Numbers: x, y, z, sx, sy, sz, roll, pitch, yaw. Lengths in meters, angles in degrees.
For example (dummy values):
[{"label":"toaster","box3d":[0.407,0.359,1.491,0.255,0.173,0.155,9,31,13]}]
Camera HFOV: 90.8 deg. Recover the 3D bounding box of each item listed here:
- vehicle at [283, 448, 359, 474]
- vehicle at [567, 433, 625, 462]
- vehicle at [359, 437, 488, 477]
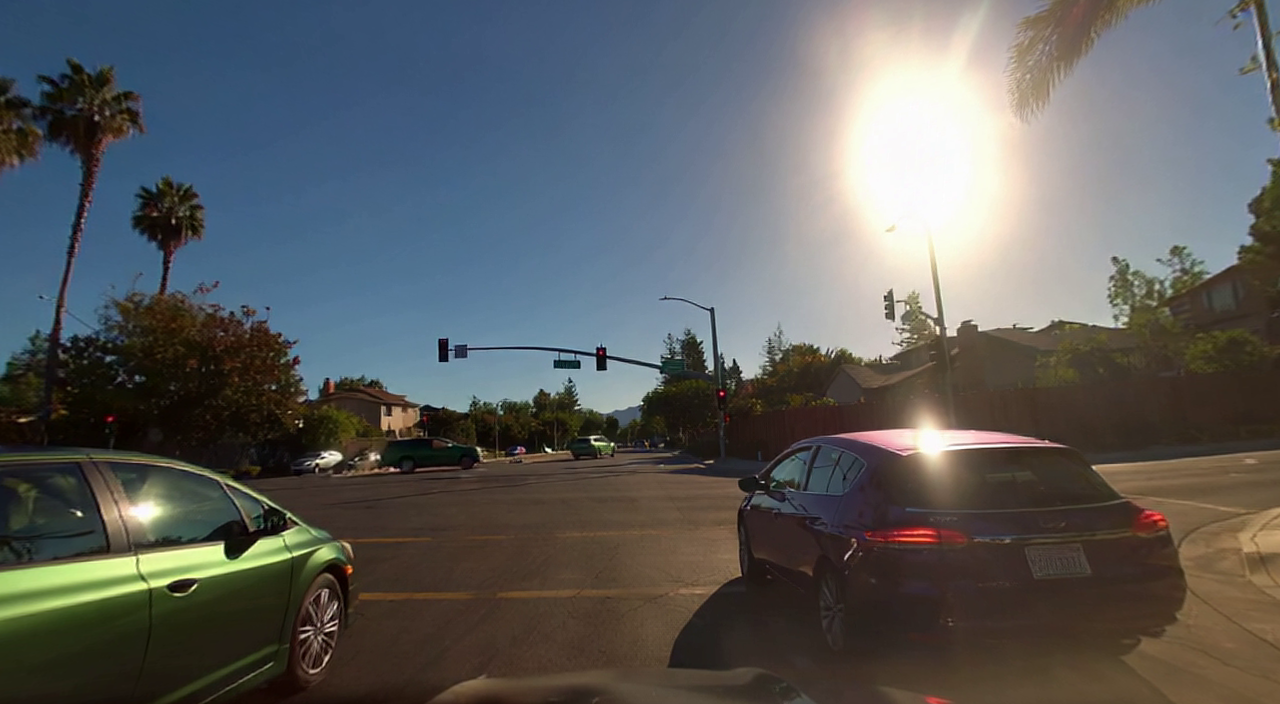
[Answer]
[{"label":"vehicle","box3d":[-19.963,6.828,39.798,2.084,1.528,4.778,-1,-9,2]},{"label":"vehicle","box3d":[-2.822,6.347,42.034,2.393,1.775,5.204,-2,-9,14]},{"label":"vehicle","box3d":[-9.076,4.429,26.862,2.083,1.541,4.777,-7,-11,38]}]
